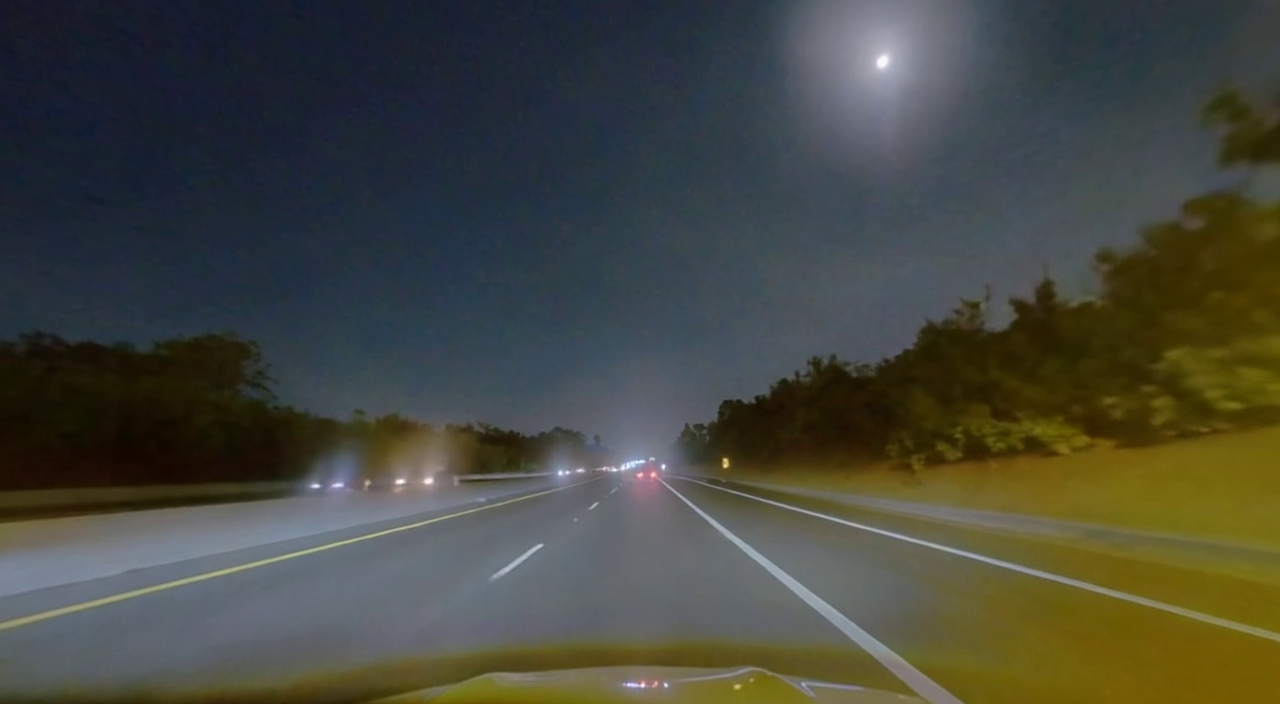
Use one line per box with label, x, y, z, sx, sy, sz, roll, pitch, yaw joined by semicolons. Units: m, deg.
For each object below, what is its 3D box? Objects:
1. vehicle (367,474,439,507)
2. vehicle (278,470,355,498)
vehicle;-11.348;6.648;30.547;1.818;1.419;4.237;1;-11;0
vehicle;-18.990;7.758;37.267;2.004;1.483;4.647;1;-11;1
